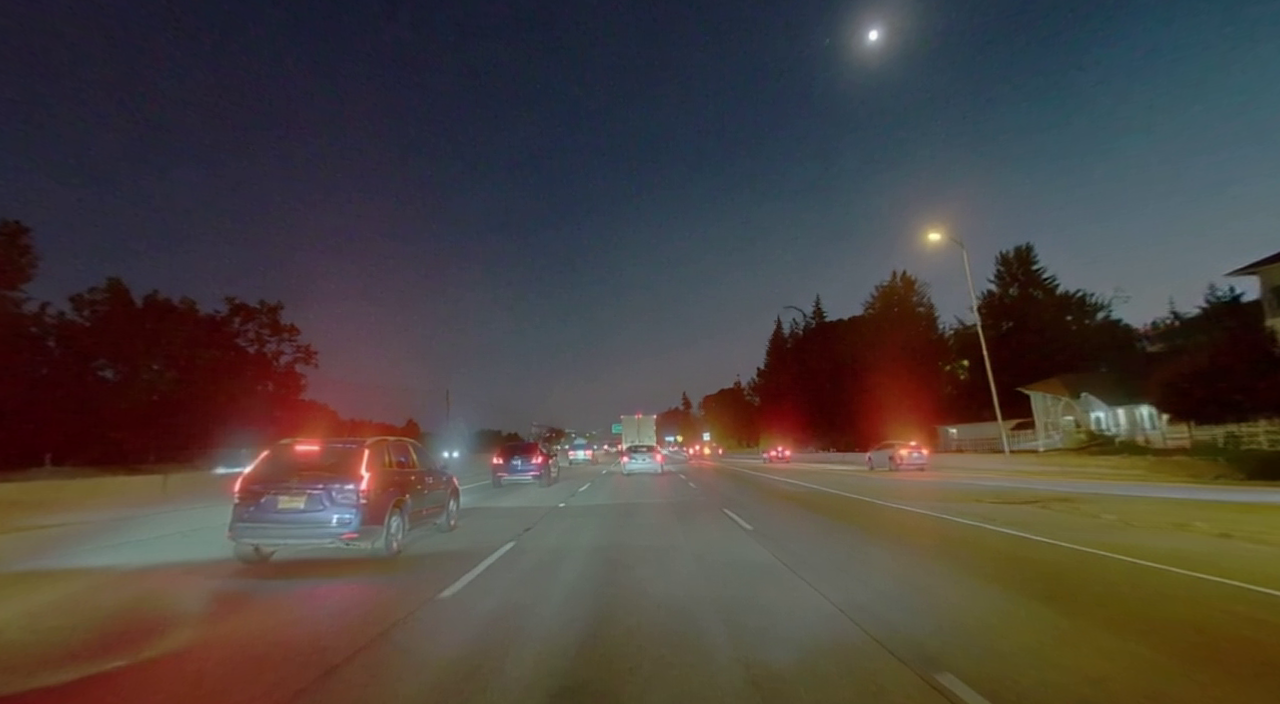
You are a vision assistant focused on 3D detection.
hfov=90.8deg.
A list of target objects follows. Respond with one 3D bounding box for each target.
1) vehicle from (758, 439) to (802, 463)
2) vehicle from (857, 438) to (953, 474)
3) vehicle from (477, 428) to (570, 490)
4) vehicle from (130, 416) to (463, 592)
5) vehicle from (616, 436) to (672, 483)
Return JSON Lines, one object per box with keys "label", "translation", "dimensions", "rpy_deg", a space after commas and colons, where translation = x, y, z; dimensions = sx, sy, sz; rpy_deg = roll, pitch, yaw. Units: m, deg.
{"label": "vehicle", "translation": [10.545, 7.499, 47.836], "dimensions": [2.048, 1.674, 4.106], "rpy_deg": [1, -9, -5]}
{"label": "vehicle", "translation": [11.773, 4.668, 28.477], "dimensions": [1.905, 1.490, 4.826], "rpy_deg": [1, -9, -5]}
{"label": "vehicle", "translation": [-4.033, 3.847, 22.998], "dimensions": [2.301, 1.944, 5.482], "rpy_deg": [0, -9, 1]}
{"label": "vehicle", "translation": [-3.872, 1.772, 8.145], "dimensions": [1.988, 1.668, 4.021], "rpy_deg": [0, -9, 0]}
{"label": "vehicle", "translation": [0.130, 4.304, 25.473], "dimensions": [2.063, 1.703, 4.203], "rpy_deg": [0, -9, -1]}
